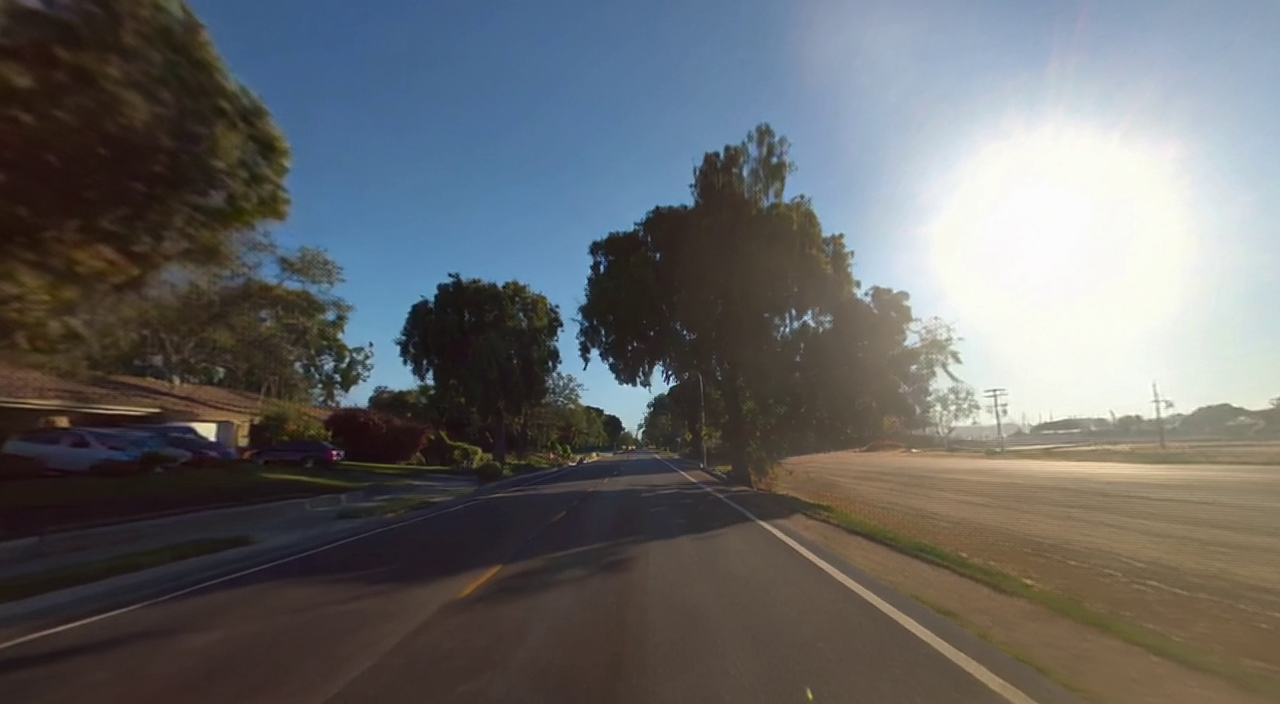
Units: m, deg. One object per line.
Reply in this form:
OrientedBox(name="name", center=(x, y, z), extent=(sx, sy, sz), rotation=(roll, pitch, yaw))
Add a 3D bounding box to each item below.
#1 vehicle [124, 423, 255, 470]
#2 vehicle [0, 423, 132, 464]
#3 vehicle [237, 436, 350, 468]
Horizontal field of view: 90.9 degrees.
OrientedBox(name="vehicle", center=(-20.193, 4.212, 28.334), extent=(4.511, 1.876, 2.044), rotation=(0, -8, 10))
OrientedBox(name="vehicle", center=(-26.148, 4.176, 28.763), extent=(4.237, 1.701, 1.881), rotation=(-2, -9, 1))
OrientedBox(name="vehicle", center=(-18.850, 5.442, 34.534), extent=(5.008, 1.619, 2.102), rotation=(1, -8, -15))
